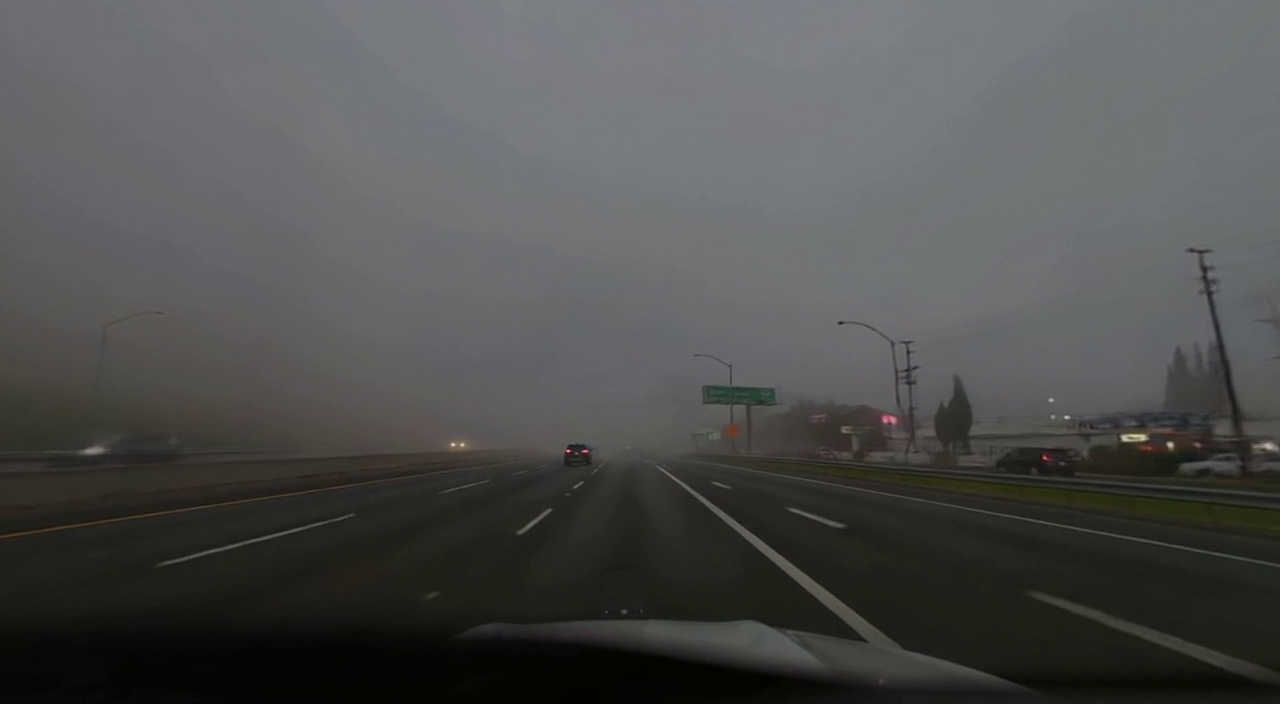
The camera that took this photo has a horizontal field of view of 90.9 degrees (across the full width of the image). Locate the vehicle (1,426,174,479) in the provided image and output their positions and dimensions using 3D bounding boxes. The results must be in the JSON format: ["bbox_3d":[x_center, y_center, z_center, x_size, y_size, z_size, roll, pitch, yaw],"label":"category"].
[{"bbox_3d":[-22.597,4.137,26.246,2.242,1.938,5.519,0,-8,-1],"label":"vehicle"}]

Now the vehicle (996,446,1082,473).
[{"bbox_3d":[28.037,7.549,44.590,1.972,1.749,5.464,1,-8,-8],"label":"vehicle"}]

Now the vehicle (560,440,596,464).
[{"bbox_3d":[-4.741,7.729,49.094,2.236,1.736,5.585,0,-8,-1],"label":"vehicle"}]
